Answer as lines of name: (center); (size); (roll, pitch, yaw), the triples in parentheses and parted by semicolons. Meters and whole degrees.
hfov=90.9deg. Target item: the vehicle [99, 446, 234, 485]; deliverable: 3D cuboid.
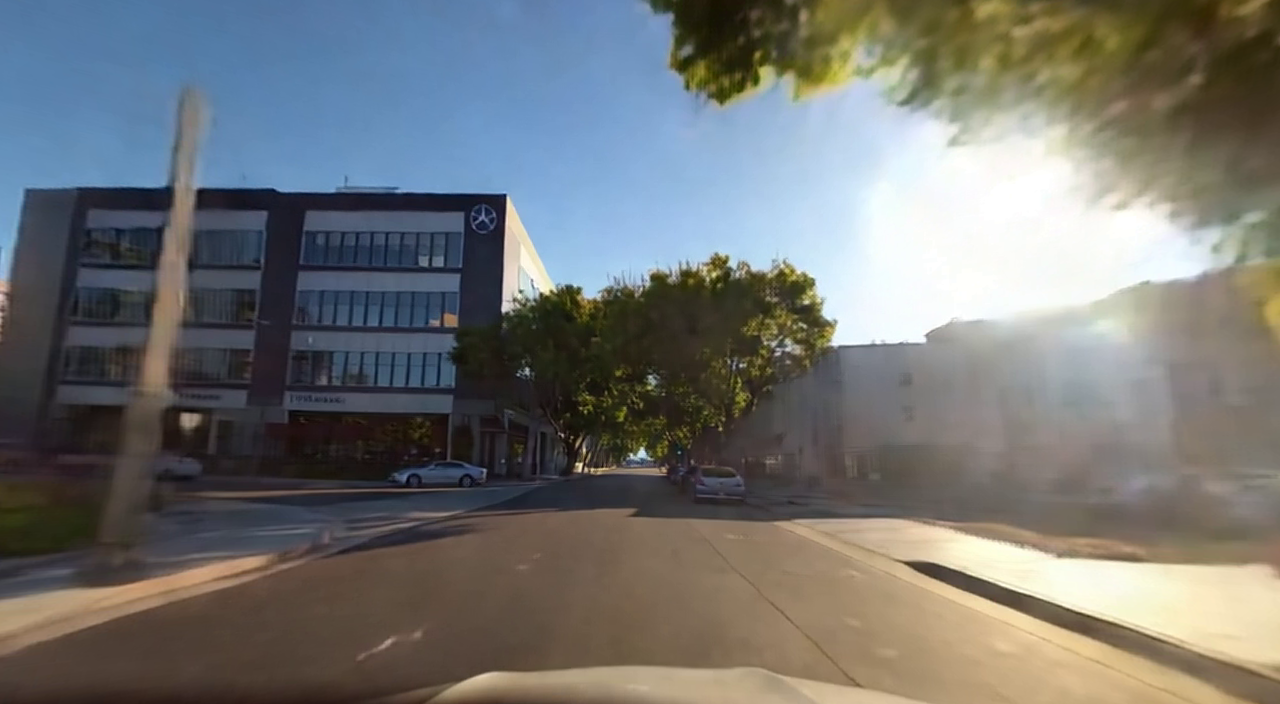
vehicle: (-20.079, 4.849, 26.868); (4.118, 1.482, 1.889); (2, -11, -1)

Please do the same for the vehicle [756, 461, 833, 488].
vehicle: (10.562, 8.439, 43.393); (4.782, 1.698, 1.882); (1, -11, -3)

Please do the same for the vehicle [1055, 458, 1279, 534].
vehicle: (15.444, 4.179, 18.538); (4.824, 1.728, 2.246); (2, -11, 11)

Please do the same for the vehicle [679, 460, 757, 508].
vehicle: (2.581, 4.507, 21.758); (2.073, 1.434, 3.899); (1, -11, -2)

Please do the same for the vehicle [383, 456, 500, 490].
vehicle: (-9.262, 5.699, 29.629); (4.770, 1.448, 1.983); (9, -14, -38)
